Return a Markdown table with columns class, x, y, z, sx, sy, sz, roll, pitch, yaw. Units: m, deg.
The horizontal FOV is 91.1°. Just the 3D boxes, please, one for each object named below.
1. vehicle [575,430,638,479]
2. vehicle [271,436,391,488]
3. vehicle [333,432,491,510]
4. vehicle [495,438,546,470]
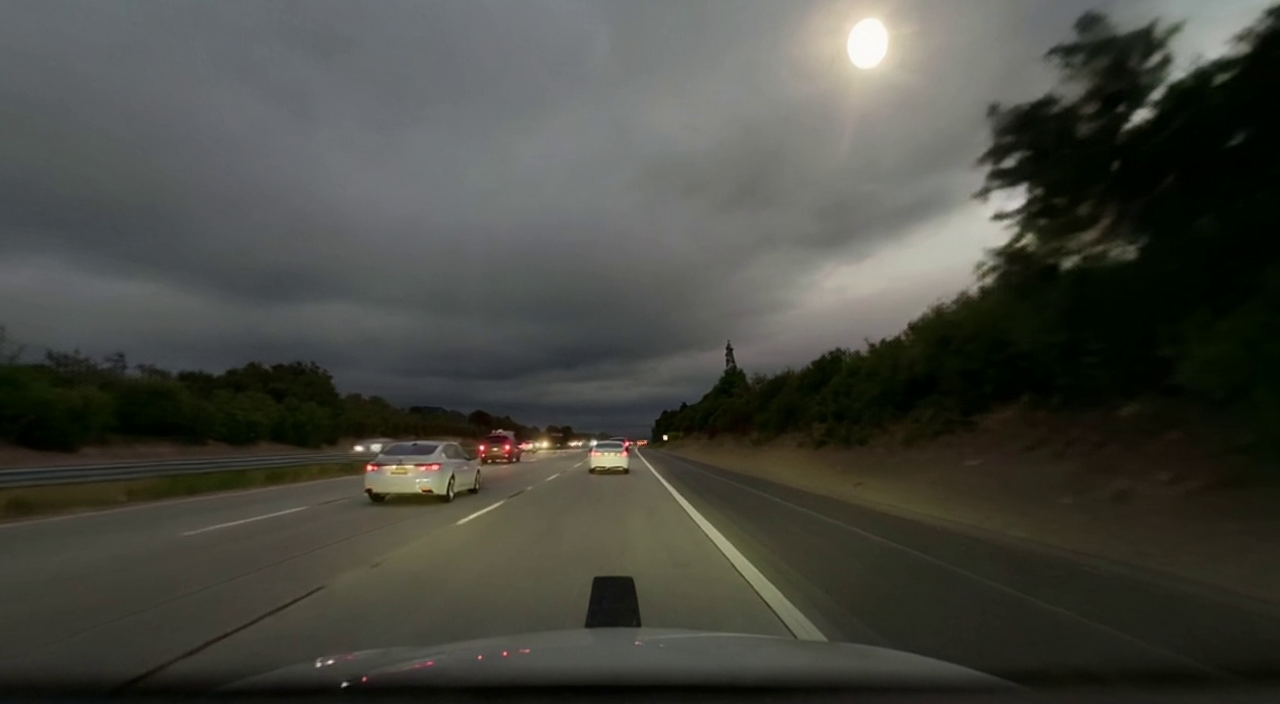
| class | x | y | z | sx | sy | sz | roll | pitch | yaw |
| --- | --- | --- | --- | --- | --- | --- | --- | --- | --- |
| vehicle | -1.229 | 3.798 | 23.721 | 2.178 | 1.658 | 3.916 | 0 | -8 | -2 |
| vehicle | -9.610 | 3.406 | 19.913 | 1.850 | 1.439 | 3.932 | 0 | -8 | -1 |
| vehicle | -4.879 | 2.565 | 14.239 | 1.971 | 1.464 | 4.386 | 0 | -8 | 0 |
| vehicle | -5.748 | 4.908 | 30.633 | 1.835 | 1.432 | 3.835 | 0 | -8 | -1 |
